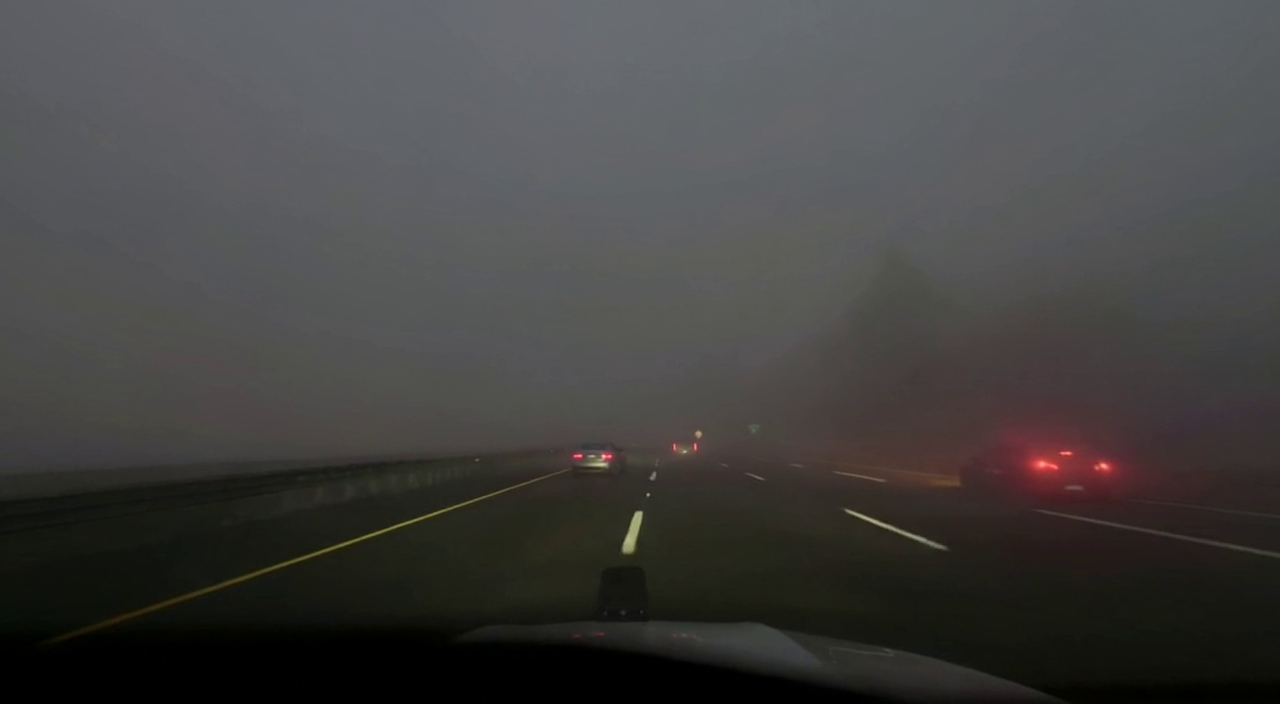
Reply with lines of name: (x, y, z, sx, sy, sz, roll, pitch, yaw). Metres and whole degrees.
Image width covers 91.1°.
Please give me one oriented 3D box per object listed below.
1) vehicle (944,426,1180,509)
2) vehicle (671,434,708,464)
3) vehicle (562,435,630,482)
vehicle: (8.963, 2.485, 14.059, 1.870, 1.493, 5.015, 0, -8, 1)
vehicle: (3.005, 6.014, 38.998, 2.063, 1.698, 4.355, 0, -8, 1)
vehicle: (-1.513, 3.876, 23.200, 2.050, 1.546, 4.344, -1, -8, 2)
